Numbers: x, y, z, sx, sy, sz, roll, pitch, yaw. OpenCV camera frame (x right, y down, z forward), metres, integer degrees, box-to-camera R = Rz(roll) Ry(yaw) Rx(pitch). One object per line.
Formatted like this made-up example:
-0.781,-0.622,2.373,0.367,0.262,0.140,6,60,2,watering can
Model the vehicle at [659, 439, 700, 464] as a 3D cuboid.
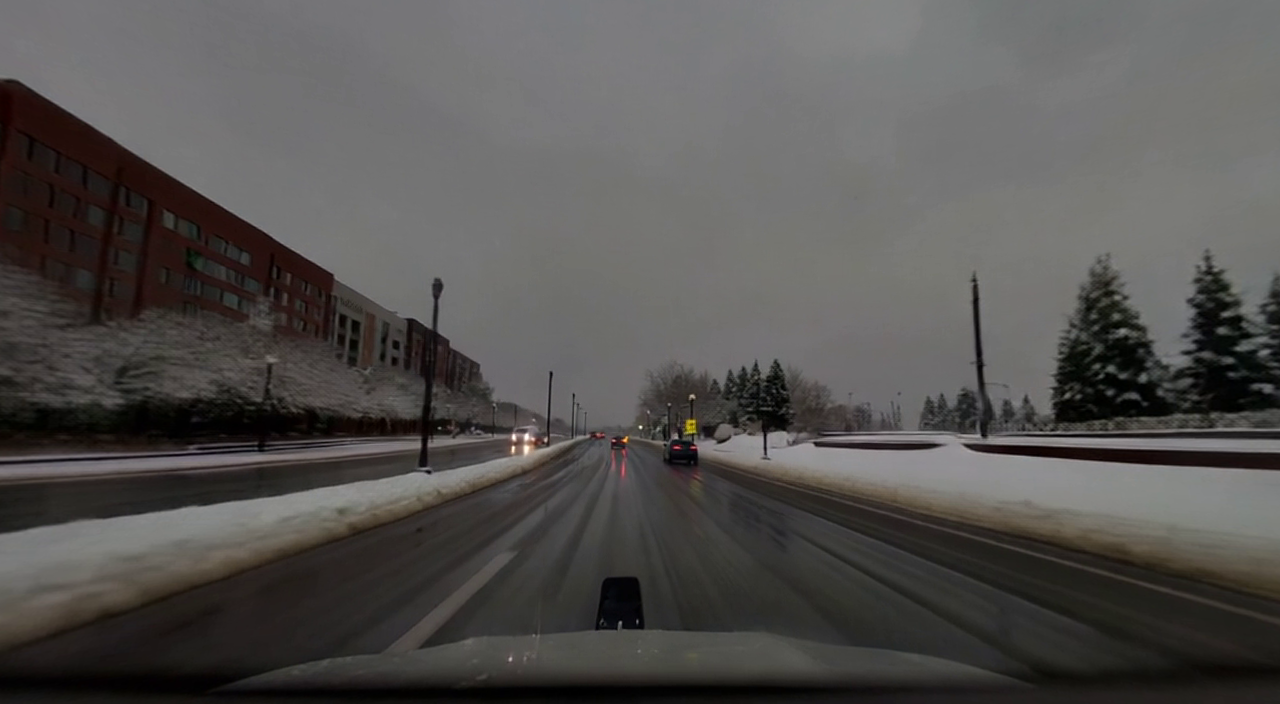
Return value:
2.417,6.233,39.649,2.090,1.506,4.382,0,-9,-3,vehicle
